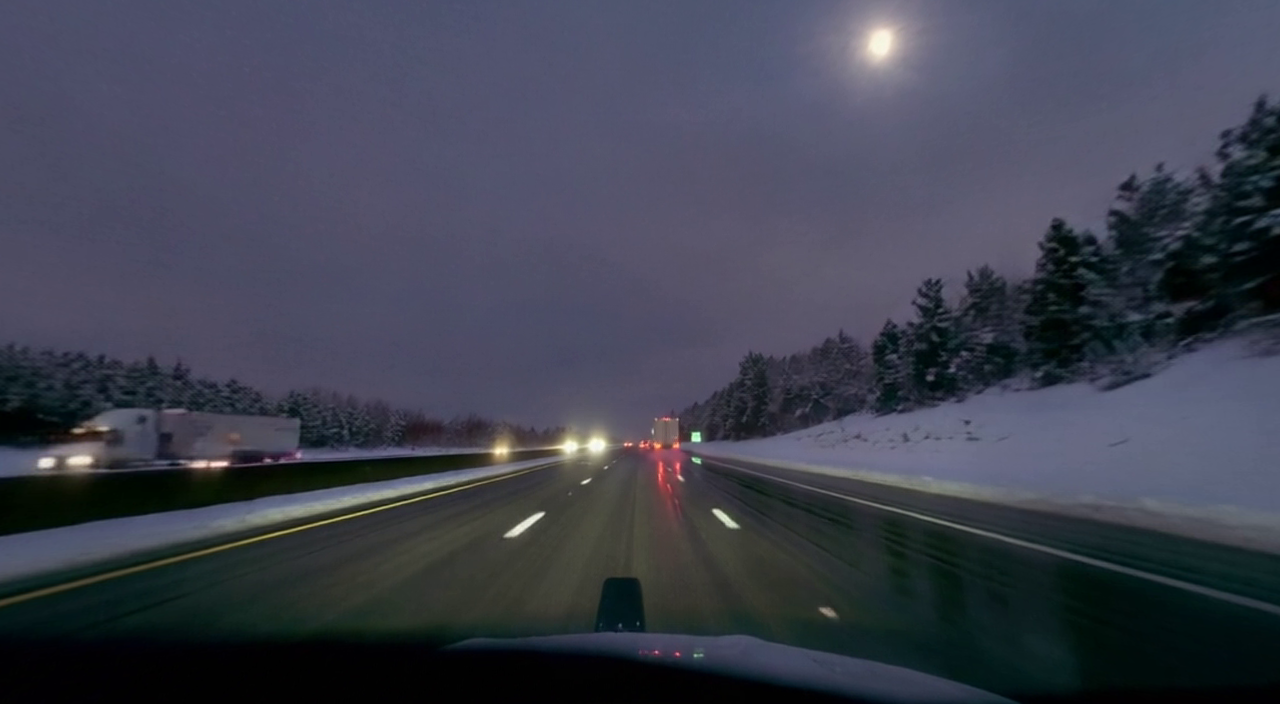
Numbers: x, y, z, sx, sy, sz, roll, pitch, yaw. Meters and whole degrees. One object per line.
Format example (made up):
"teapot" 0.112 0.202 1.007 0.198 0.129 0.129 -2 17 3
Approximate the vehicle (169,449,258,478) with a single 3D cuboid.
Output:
"vehicle" -25.696 6.698 38.209 1.910 1.574 4.814 0 -9 2

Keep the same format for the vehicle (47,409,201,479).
"vehicle" -32.187 5.836 39.869 2.971 3.991 7.701 0 -9 0
